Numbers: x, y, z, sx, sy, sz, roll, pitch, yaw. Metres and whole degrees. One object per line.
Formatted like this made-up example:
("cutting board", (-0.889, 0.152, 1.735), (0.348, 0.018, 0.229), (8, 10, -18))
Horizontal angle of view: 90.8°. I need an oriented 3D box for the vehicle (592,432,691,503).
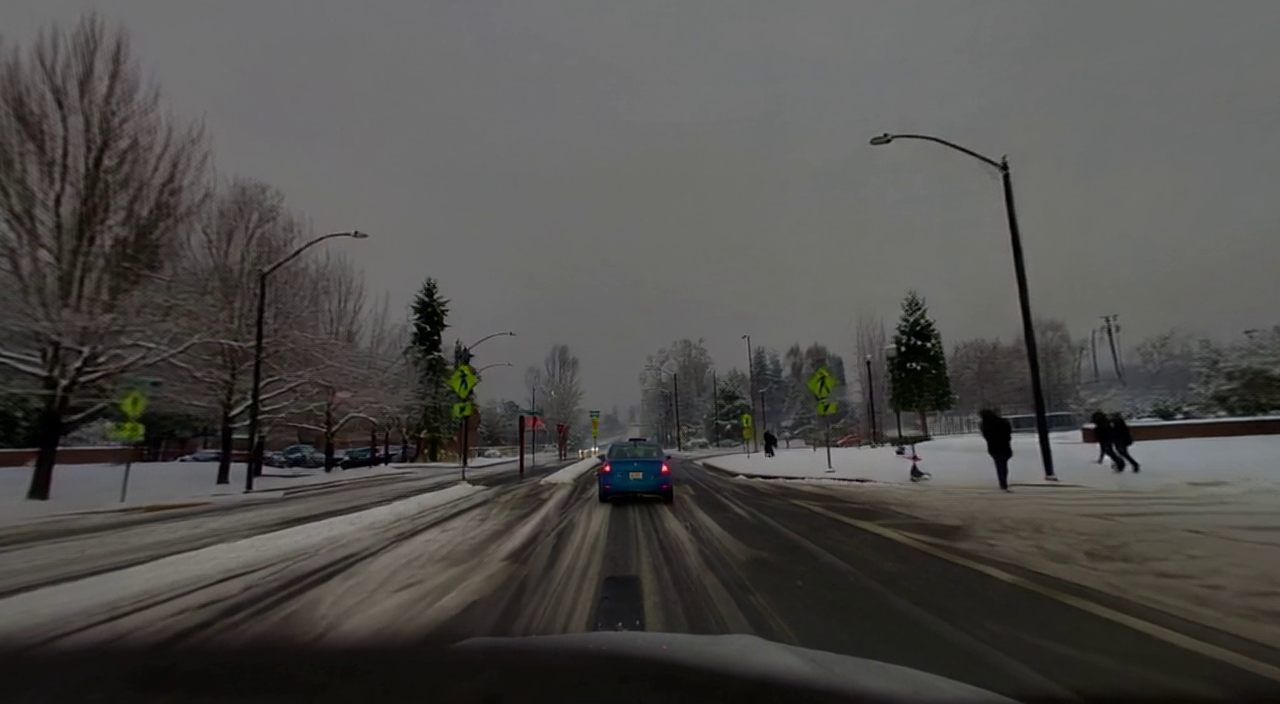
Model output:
("vehicle", (-0.042, 2.935, 16.465), (2.221, 1.570, 4.398), (0, -8, -2))
